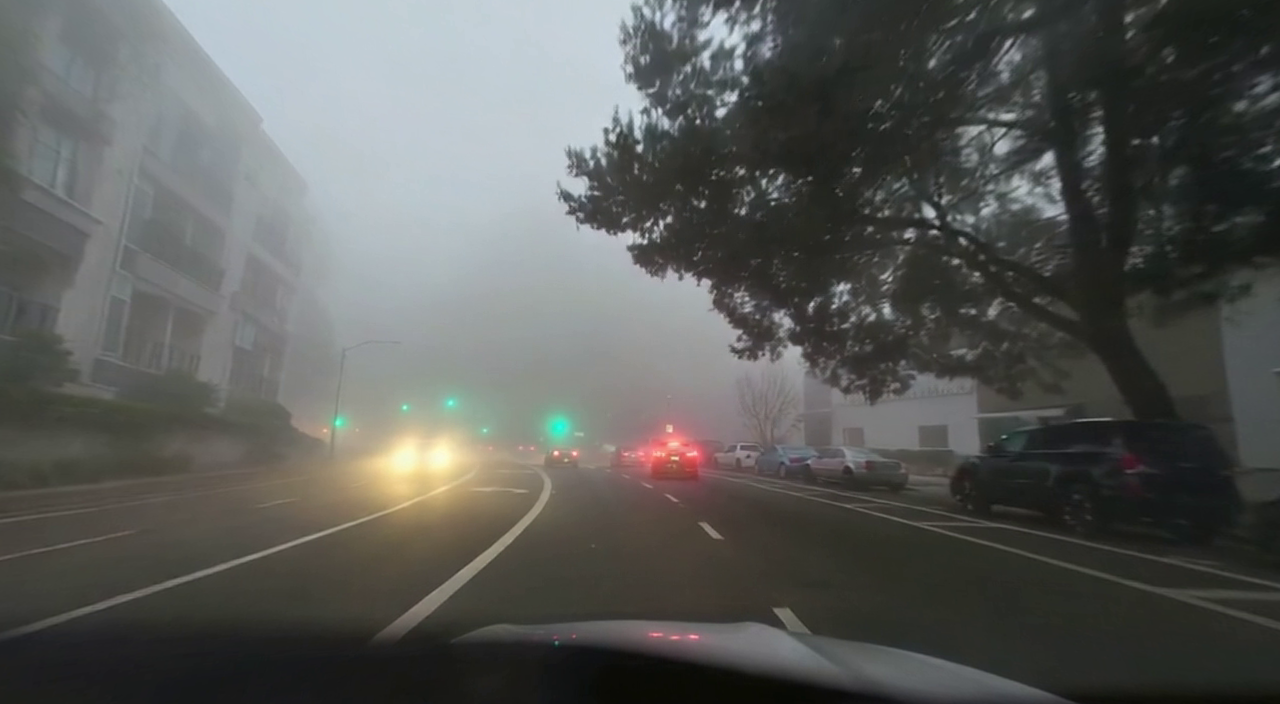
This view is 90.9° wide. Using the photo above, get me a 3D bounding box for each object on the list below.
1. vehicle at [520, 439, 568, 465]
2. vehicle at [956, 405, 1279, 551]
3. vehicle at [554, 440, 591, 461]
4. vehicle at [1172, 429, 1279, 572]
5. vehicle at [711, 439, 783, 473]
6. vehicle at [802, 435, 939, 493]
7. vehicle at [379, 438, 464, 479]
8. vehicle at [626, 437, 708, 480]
[{"bbox_3d":[-6.234,6.406,40.569,2.308,1.535,4.811,2,-9,-17],"label":"vehicle"},{"bbox_3d":[7.330,1.862,9.965,2.070,1.758,4.392,1,-8,-5],"label":"vehicle"},{"bbox_3d":[-5.129,7.415,47.585,1.957,1.463,4.701,2,-9,-16],"label":"vehicle"},{"bbox_3d":[7.525,1.371,5.417,1.972,1.429,4.487,2,-10,0],"label":"vehicle"},{"bbox_3d":[4.896,4.814,29.515,1.820,1.450,4.408,2,-9,-12],"label":"vehicle"},{"bbox_3d":[6.615,3.264,18.757,1.890,1.488,4.567,1,-9,-7],"label":"vehicle"},{"bbox_3d":[-8.778,4.313,25.747,2.325,1.509,4.340,1,-9,-6],"label":"vehicle"},{"bbox_3d":[0.914,4.105,24.548,2.280,1.472,4.426,1,-9,-10],"label":"vehicle"}]
